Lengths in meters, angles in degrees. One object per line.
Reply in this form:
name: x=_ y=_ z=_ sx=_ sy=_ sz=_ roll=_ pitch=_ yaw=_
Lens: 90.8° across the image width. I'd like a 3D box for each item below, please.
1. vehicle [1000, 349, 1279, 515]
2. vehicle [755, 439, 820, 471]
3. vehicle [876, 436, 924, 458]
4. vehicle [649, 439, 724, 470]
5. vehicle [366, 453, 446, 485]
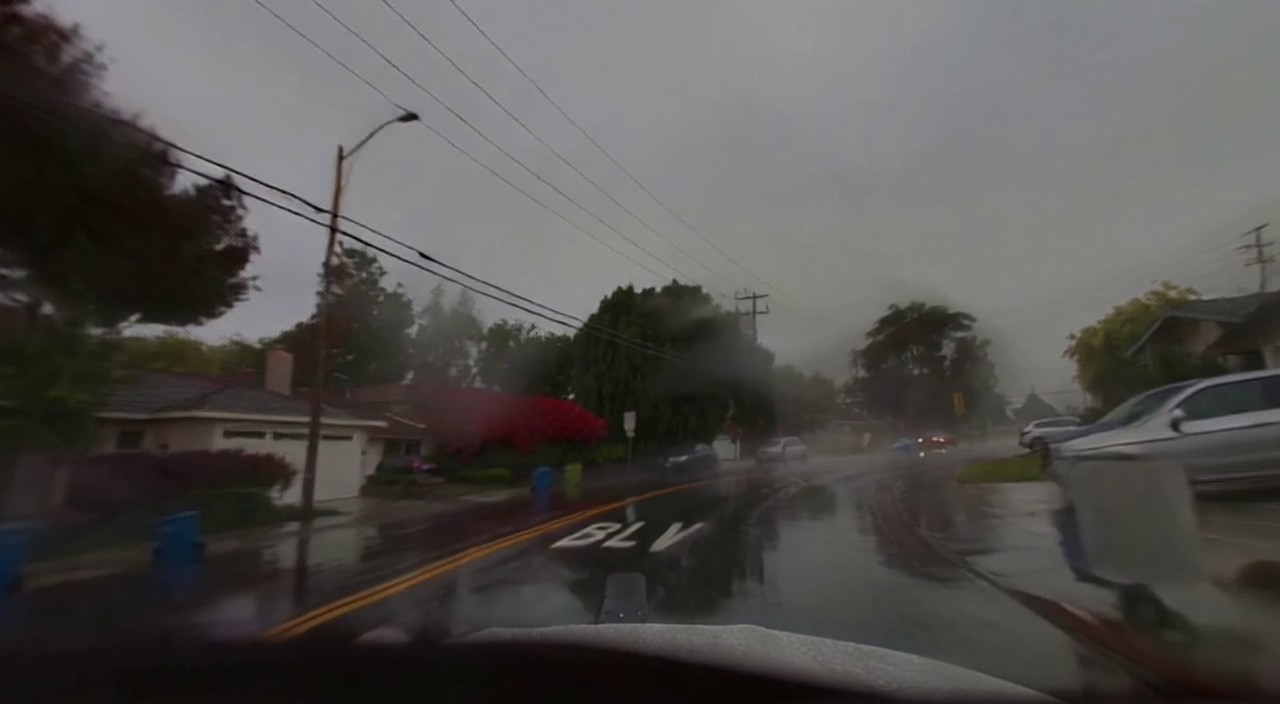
vehicle: x=8.102 y=1.110 z=8.705 sx=5.011 sy=2.014 sz=2.056 roll=-2 pitch=-9 yaw=17
vehicle: x=9.066 y=6.344 z=38.631 sx=2.056 sy=1.726 sz=4.463 roll=-10 pitch=-15 yaw=37
vehicle: x=20.550 y=7.482 z=49.831 sx=4.110 sy=1.539 sz=1.971 roll=11 pitch=-13 yaw=-44
vehicle: x=2.892 y=6.539 z=40.486 sx=2.155 sy=1.802 sz=4.758 roll=7 pitch=-11 yaw=-36
vehicle: x=-11.899 y=5.902 z=32.103 sx=3.697 sy=1.489 sz=1.842 roll=-5 pitch=-10 yaw=32
